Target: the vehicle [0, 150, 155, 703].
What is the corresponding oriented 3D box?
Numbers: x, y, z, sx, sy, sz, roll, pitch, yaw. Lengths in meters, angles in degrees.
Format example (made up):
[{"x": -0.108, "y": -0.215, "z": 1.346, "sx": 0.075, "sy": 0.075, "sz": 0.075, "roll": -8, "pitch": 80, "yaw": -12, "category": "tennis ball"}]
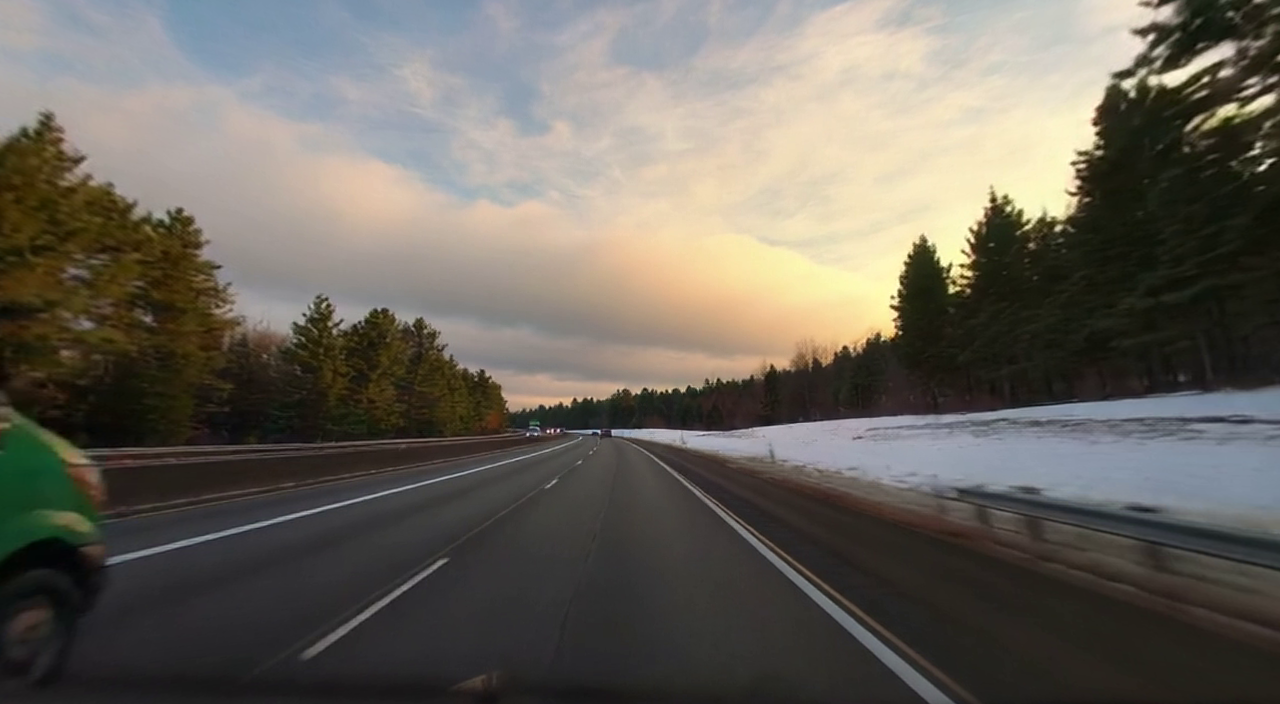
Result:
[{"x": -4.011, "y": 0.125, "z": 0.674, "sx": 2.561, "sy": 2.509, "sz": 5.465, "roll": 0, "pitch": -8, "yaw": 0, "category": "vehicle"}]
